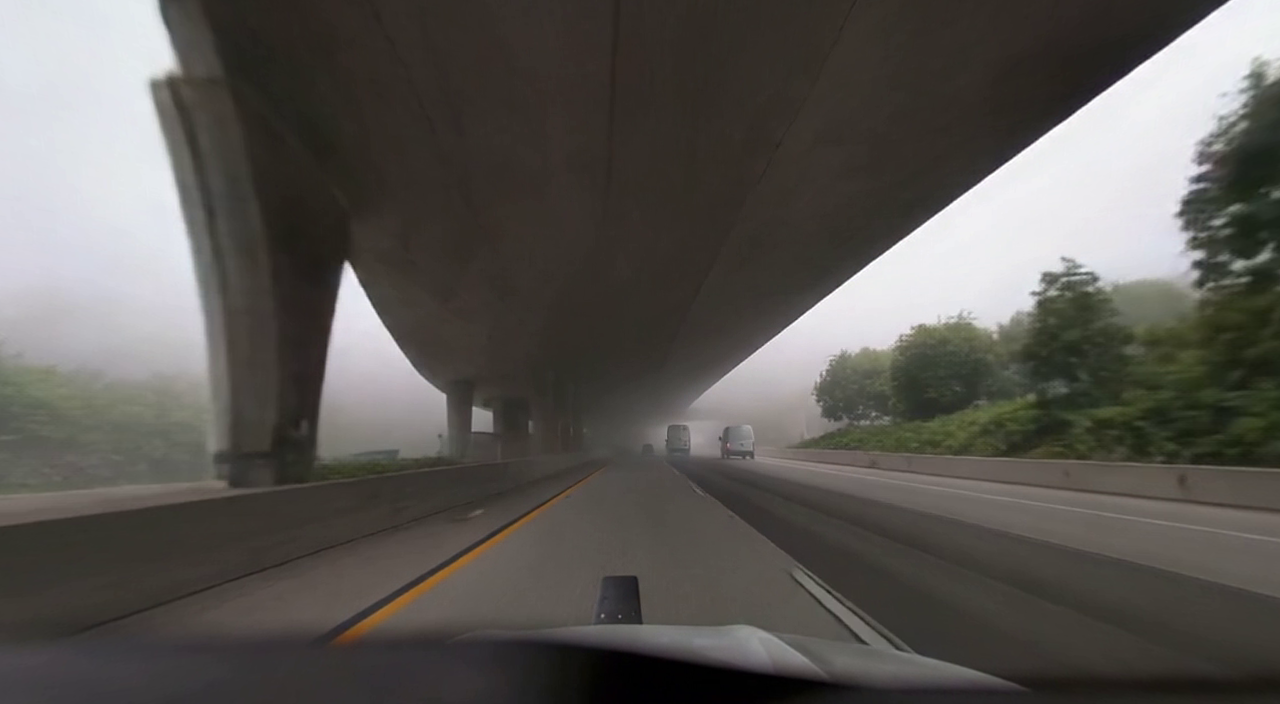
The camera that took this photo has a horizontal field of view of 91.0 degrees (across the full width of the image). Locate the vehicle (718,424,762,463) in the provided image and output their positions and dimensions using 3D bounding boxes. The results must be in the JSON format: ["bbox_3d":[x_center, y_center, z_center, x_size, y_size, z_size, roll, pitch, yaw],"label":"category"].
[{"bbox_3d":[7.754,7.196,49.511,2.379,2.819,6.294,0,-8,0],"label":"vehicle"}]
